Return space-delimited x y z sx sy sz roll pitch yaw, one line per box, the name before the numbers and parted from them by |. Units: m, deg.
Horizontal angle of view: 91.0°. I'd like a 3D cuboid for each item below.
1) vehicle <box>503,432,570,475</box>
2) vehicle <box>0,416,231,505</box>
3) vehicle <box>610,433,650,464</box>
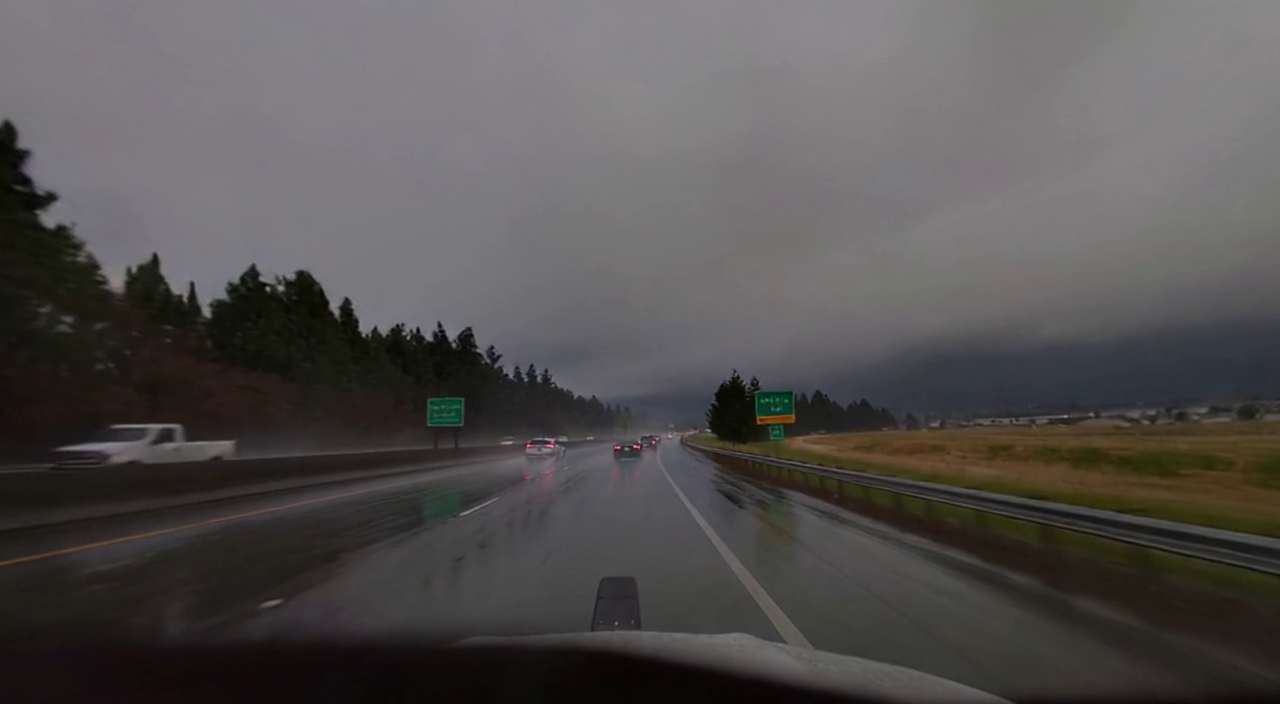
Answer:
vehicle | -4.338 4.338 27.098 2.075 1.653 4.317 -1 -8 2
vehicle | -15.490 3.150 18.846 2.565 2.213 5.866 -1 -8 0
vehicle | -0.546 5.458 35.729 2.146 1.636 4.026 -1 -8 0
